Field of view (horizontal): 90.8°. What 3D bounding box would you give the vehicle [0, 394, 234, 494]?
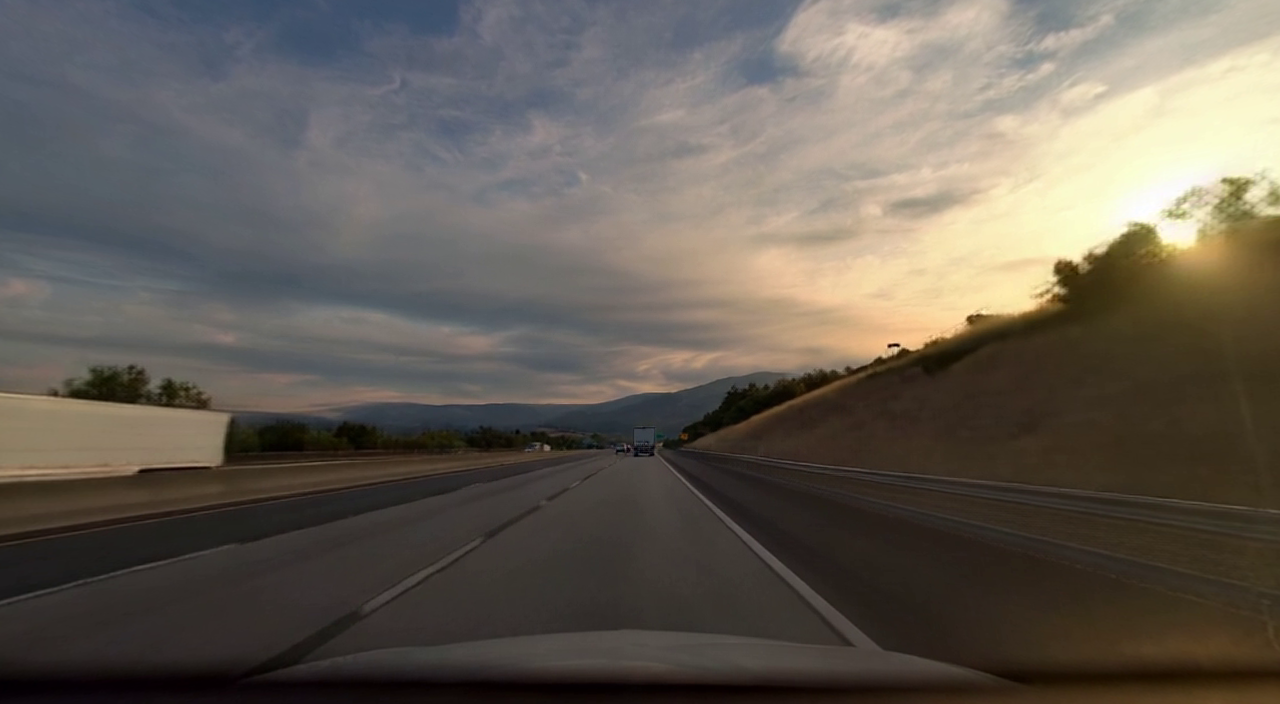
[{"bbox_3d":[-24.581,4.294,29.031,3.175,3.558,12.876,-1,-9,0],"label":"vehicle"}]
